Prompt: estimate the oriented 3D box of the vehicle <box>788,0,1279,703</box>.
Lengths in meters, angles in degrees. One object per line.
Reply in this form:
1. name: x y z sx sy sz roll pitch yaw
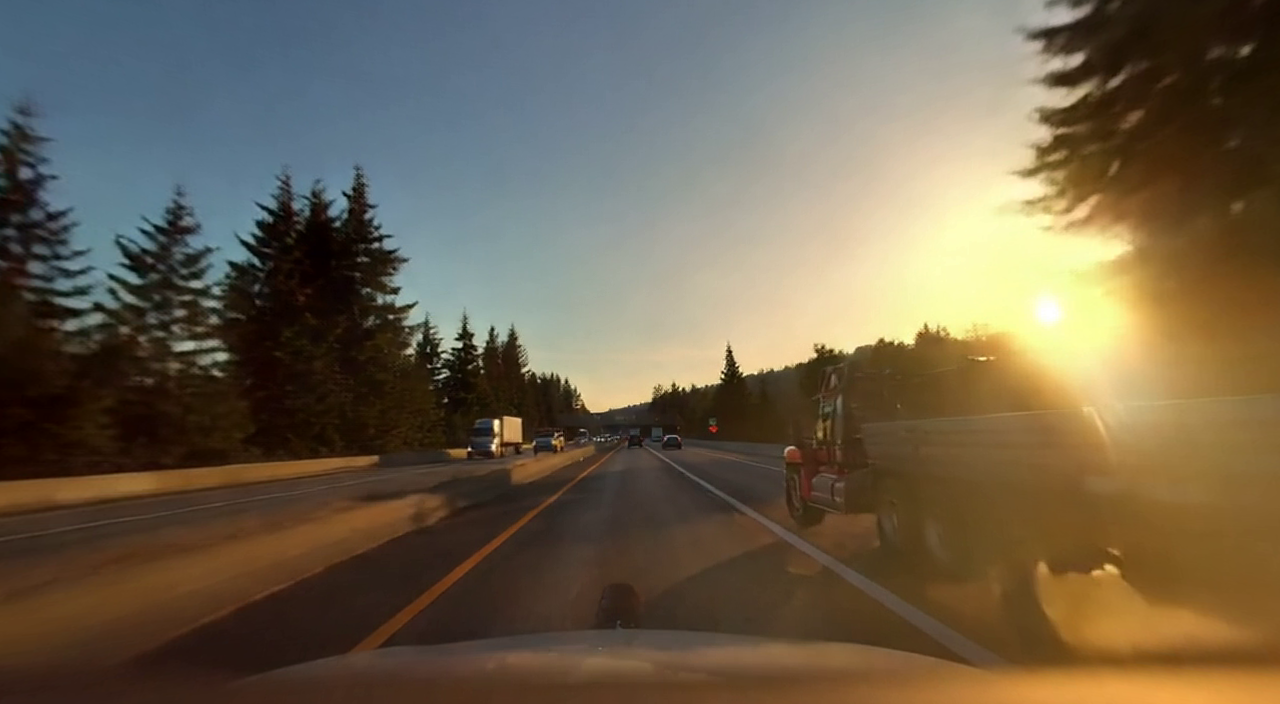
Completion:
1. vehicle: 3.965 -0.307 2.689 3.038 3.975 13.887 0 -8 -1
